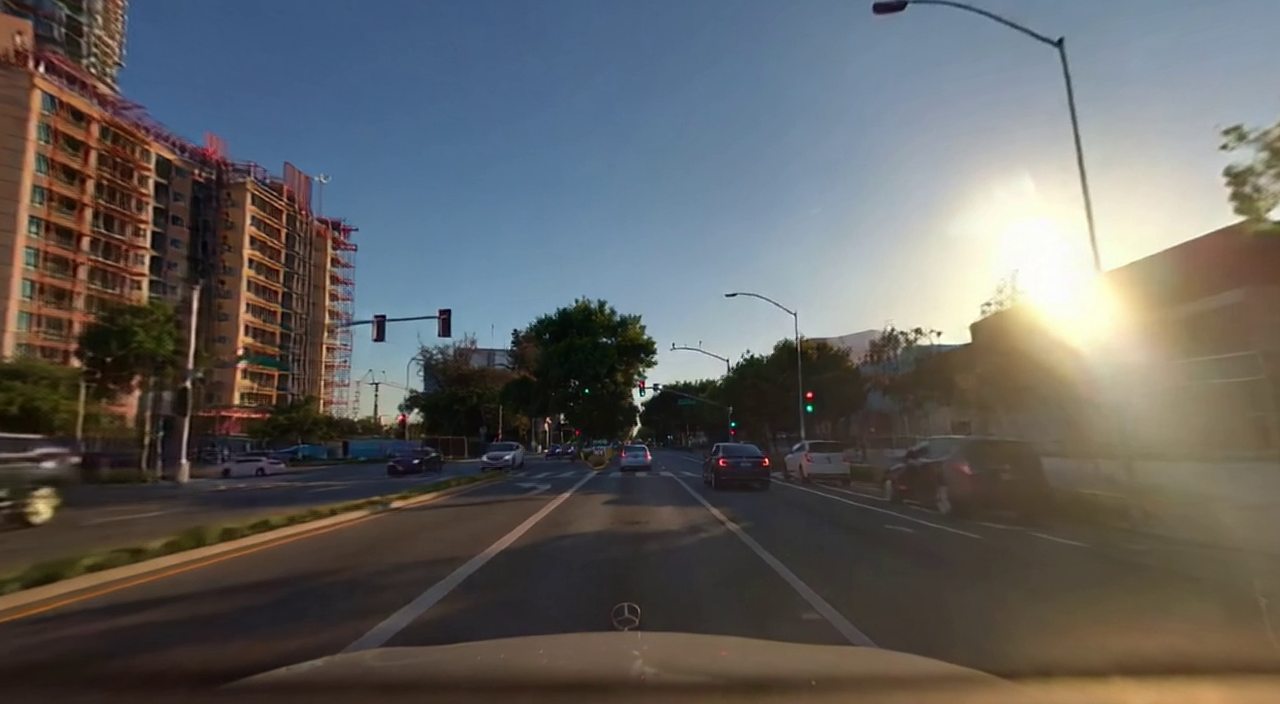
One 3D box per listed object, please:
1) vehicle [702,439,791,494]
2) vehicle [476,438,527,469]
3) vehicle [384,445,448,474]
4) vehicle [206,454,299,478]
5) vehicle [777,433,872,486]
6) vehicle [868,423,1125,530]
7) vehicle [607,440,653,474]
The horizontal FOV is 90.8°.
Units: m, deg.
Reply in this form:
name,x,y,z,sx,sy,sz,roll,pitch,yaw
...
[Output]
name,x,y,z,sx,sy,sz,roll,pitch,yaw
vehicle,3.105,3.413,19.232,1.910,1.474,4.003,0,-9,-1
vehicle,-8.479,6.246,39.063,2.115,1.723,4.698,0,-9,0
vehicle,-12.620,6.064,35.864,1.943,1.473,4.463,0,-9,0
vehicle,-24.406,7.172,39.911,4.575,1.414,1.895,0,-9,-5
vehicle,7.148,4.240,25.237,2.125,1.838,5.555,0,-9,0
vehicle,7.328,2.621,13.996,2.317,1.852,5.530,0,-9,-2
vehicle,-0.466,4.938,29.782,2.006,1.487,3.535,0,-9,-1
